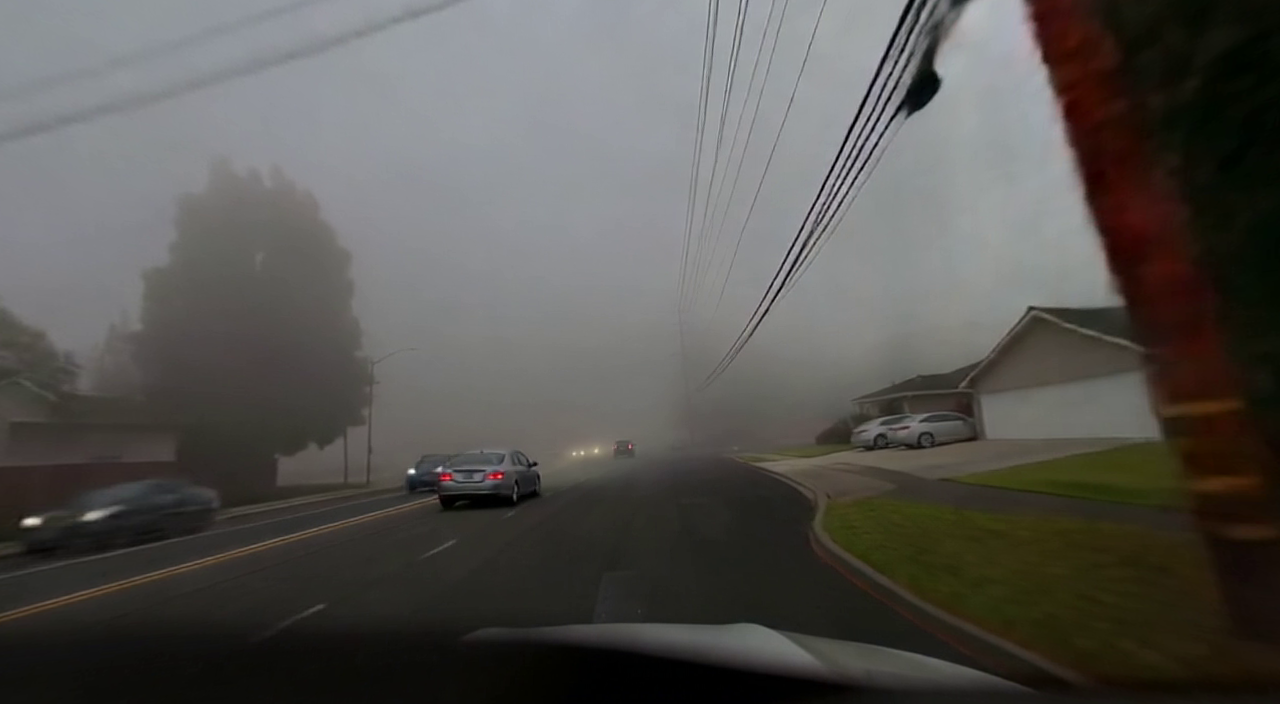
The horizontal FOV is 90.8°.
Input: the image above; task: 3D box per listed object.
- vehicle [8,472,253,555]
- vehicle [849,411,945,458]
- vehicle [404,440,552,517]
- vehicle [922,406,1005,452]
[{"bbox_3d":[-11.917,3.770,15.364,2.084,1.505,4.746,0,-9,-2],"label":"vehicle"},{"bbox_3d":[10.802,3.597,27.069,2.121,1.799,5.124,0,-9,2],"label":"vehicle"},{"bbox_3d":[-3.489,2.817,14.671,2.041,1.471,4.602,0,-9,2],"label":"vehicle"},{"bbox_3d":[13.749,3.365,27.132,1.894,1.664,4.159,3,-9,8],"label":"vehicle"}]
